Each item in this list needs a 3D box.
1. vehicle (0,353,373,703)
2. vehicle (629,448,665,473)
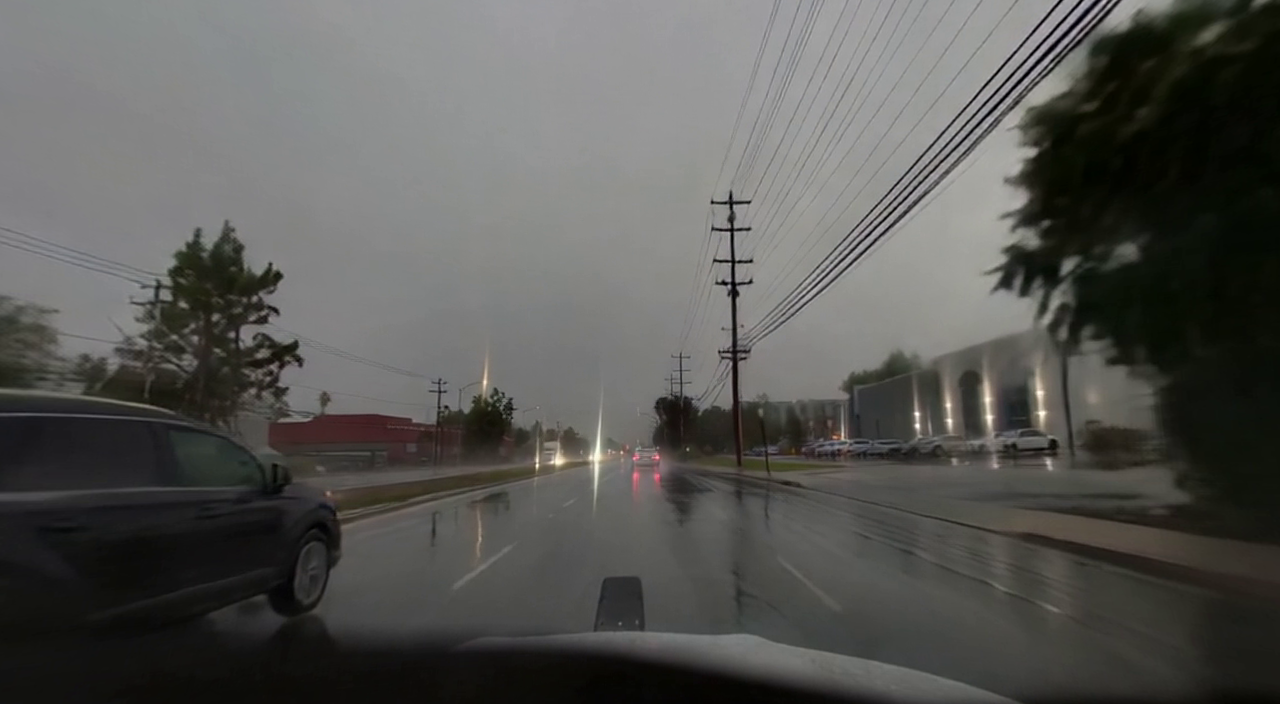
[{"bbox_3d":[-3.506,0.984,3.257,2.169,1.679,4.723,0,-8,0],"label":"vehicle"},{"bbox_3d":[0.384,6.815,39.808,2.114,1.492,4.453,0,-8,-1],"label":"vehicle"}]
